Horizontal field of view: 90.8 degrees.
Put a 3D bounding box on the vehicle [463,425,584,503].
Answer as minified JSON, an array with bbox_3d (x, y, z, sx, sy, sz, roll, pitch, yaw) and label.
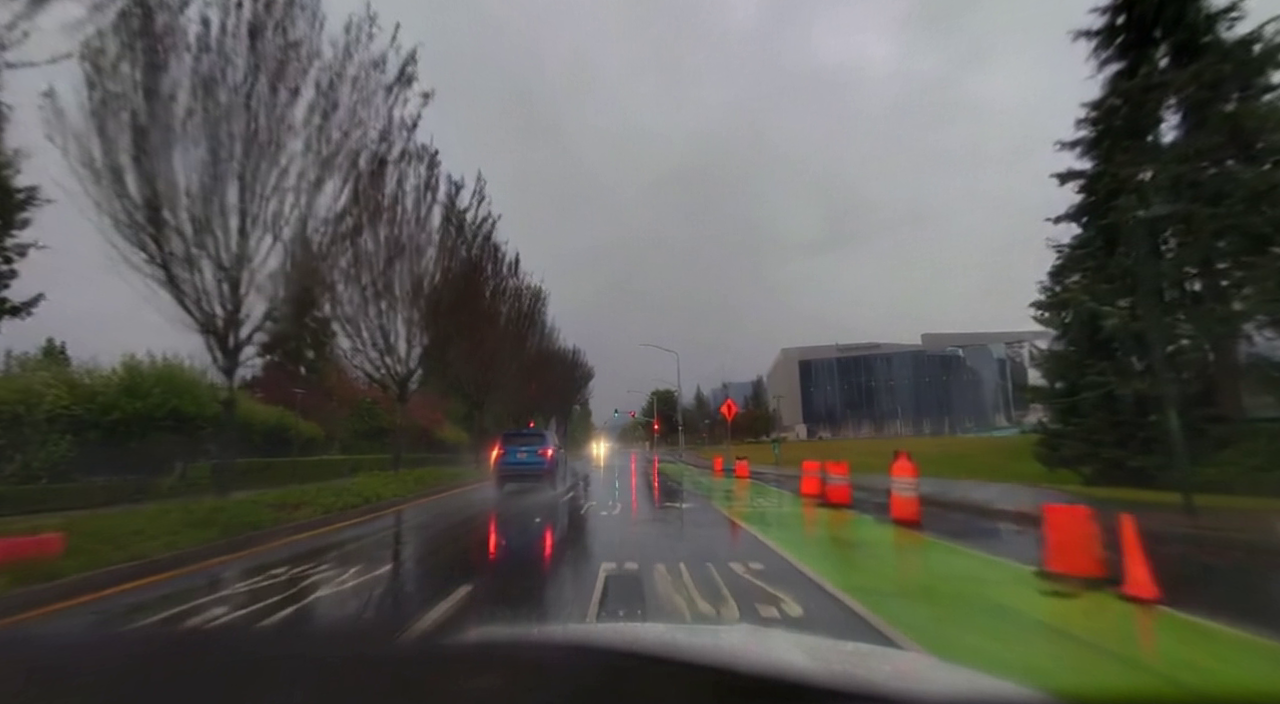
[{"bbox_3d":[-2.940,2.973,17.127,2.339,1.790,4.629,0,-9,1],"label":"vehicle"}]
